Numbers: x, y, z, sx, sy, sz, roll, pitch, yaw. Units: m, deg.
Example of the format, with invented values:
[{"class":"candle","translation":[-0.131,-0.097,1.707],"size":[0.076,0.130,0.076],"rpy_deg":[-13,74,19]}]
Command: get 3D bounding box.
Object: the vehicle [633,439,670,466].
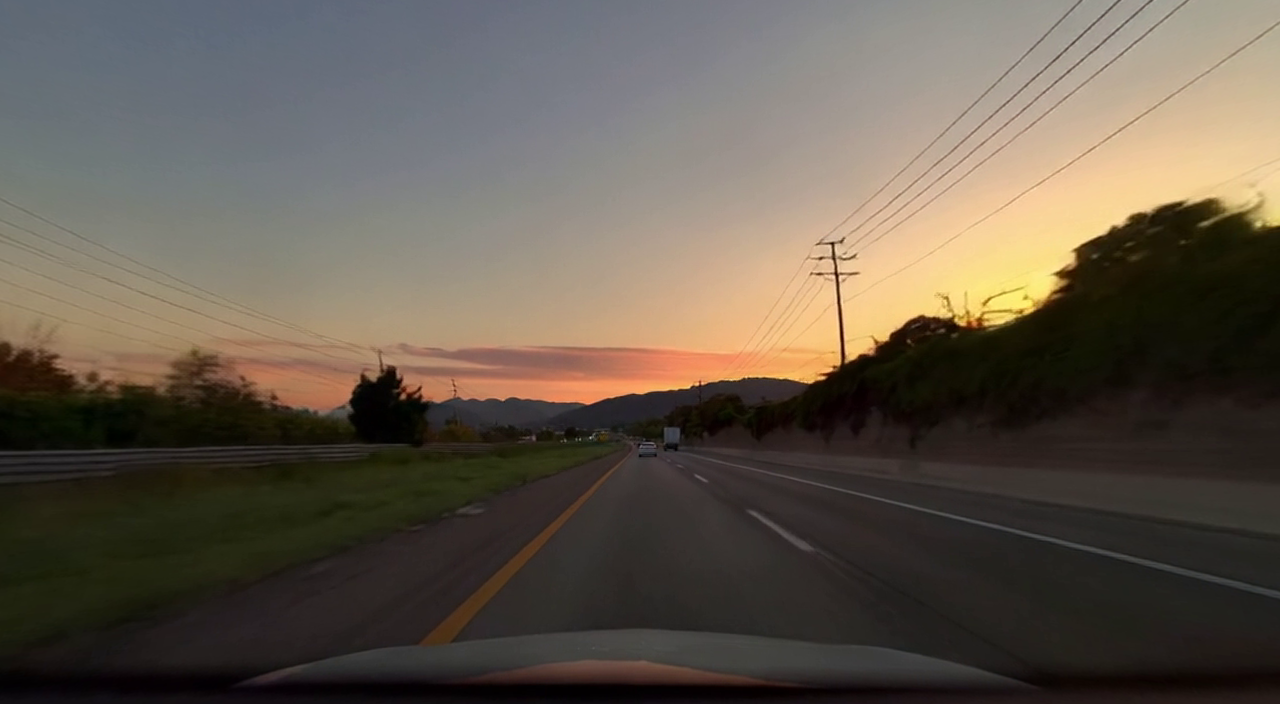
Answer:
[{"class":"vehicle","translation":[0.738,6.269,39.404],"size":[2.192,1.556,4.132],"rpy_deg":[0,-8,1]}]
